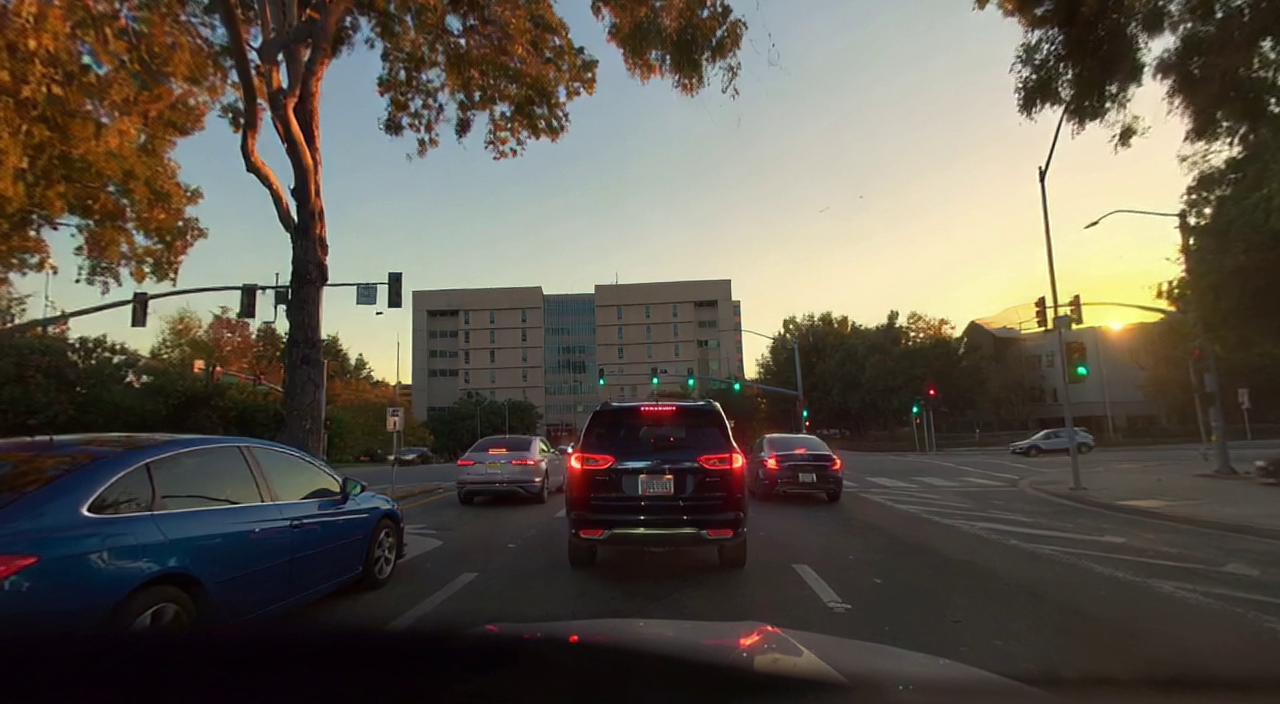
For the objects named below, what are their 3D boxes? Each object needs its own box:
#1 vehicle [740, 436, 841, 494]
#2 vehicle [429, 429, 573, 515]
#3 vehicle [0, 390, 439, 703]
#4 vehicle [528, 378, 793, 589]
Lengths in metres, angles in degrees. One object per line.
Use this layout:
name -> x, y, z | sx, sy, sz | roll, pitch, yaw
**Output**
vehicle -> 4.143, 3.152, 17.995 | 1.979, 1.453, 4.011 | 0, -8, 1
vehicle -> -2.687, 2.420, 13.247 | 1.851, 1.502, 4.042 | 0, -8, 4
vehicle -> -3.224, 1.207, 4.451 | 1.958, 1.494, 4.624 | 0, -8, 2
vehicle -> 0.212, 1.452, 7.736 | 2.300, 1.832, 4.331 | 0, -8, 1
